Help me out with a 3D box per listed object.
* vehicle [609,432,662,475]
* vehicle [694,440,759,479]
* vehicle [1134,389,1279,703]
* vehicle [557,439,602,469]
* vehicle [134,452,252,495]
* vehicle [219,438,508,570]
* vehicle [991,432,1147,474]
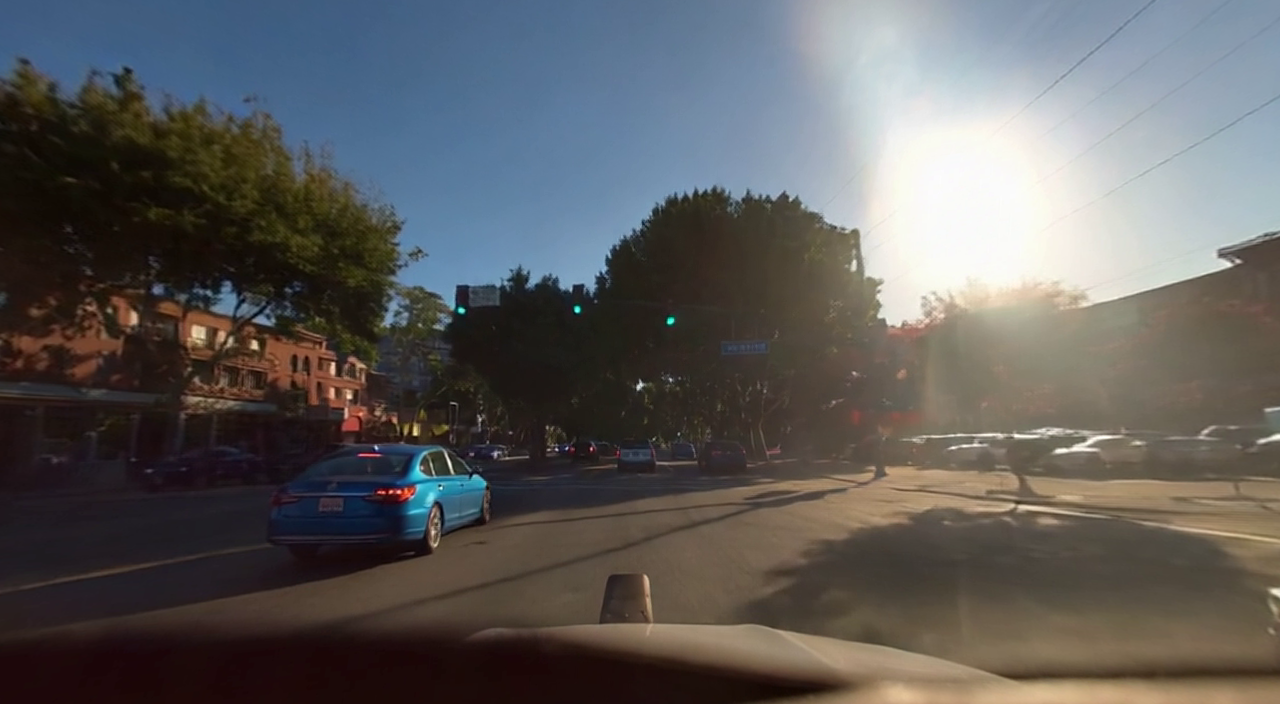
[{"bbox_3d":[-0.201,4.925,30.915,2.361,1.898,4.465,0,-8,0],"label":"vehicle"},{"bbox_3d":[3.525,4.473,26.515,2.058,1.472,4.317,0,-8,0],"label":"vehicle"},{"bbox_3d":[3.305,0.643,0.595,2.052,1.475,4.540,0,-8,1],"label":"vehicle"},{"bbox_3d":[-3.474,5.931,36.911,2.130,1.645,3.995,0,-8,1],"label":"vehicle"},{"bbox_3d":[-19.447,5.260,27.678,1.988,1.625,4.260,0,-8,1],"label":"vehicle"},{"bbox_3d":[-3.356,1.888,8.686,2.115,1.369,3.908,0,-8,2],"label":"vehicle"},{"bbox_3d":[16.109,3.805,23.854,4.407,1.492,1.930,-1,-8,2],"label":"vehicle"}]
